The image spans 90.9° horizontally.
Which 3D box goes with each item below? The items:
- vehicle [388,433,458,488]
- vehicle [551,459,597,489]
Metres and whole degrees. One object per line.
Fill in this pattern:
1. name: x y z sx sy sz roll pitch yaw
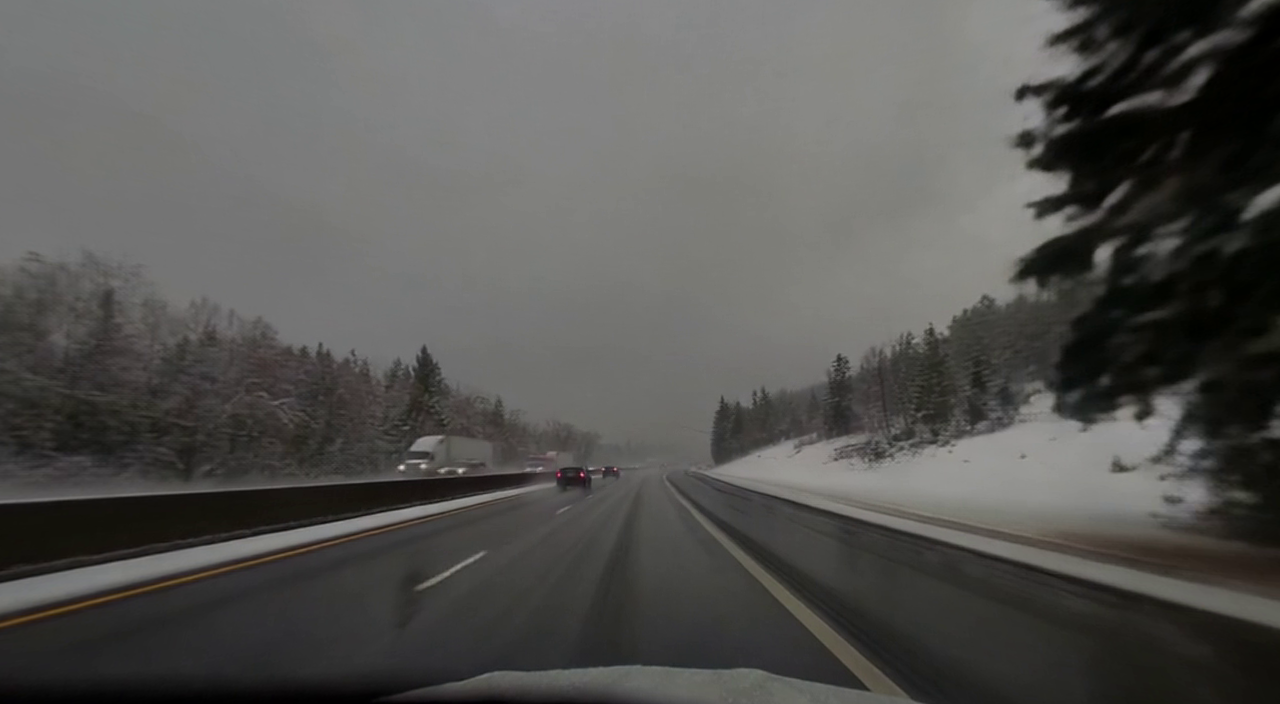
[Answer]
1. vehicle: -16.703 8.444 48.914 3.027 3.952 5.790 1 -11 2
2. vehicle: -4.041 7.629 39.371 2.160 1.721 4.368 0 -11 2
